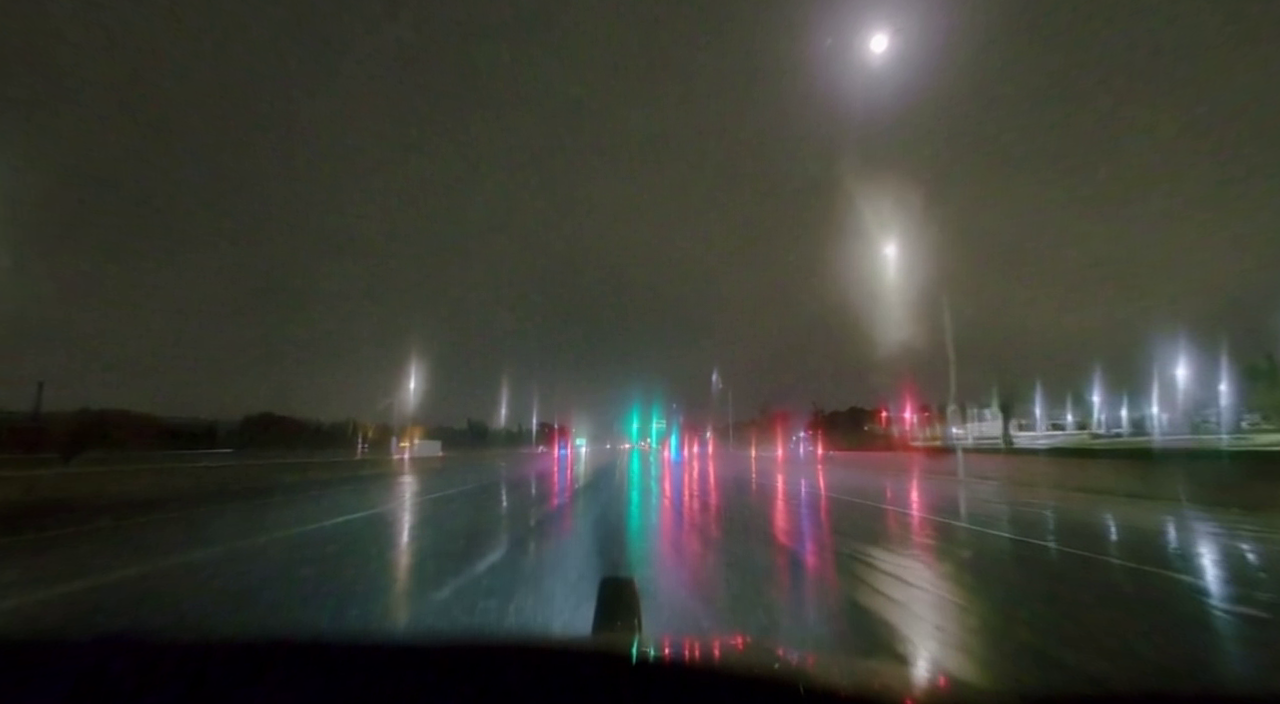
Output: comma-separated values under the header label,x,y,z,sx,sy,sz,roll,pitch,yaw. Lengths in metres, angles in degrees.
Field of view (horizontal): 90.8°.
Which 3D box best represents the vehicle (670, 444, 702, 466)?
label,x,y,z,sx,sy,sz,roll,pitch,yaw
vehicle,3.326,7.524,46.249,2.000,1.533,3.770,0,-8,-1
